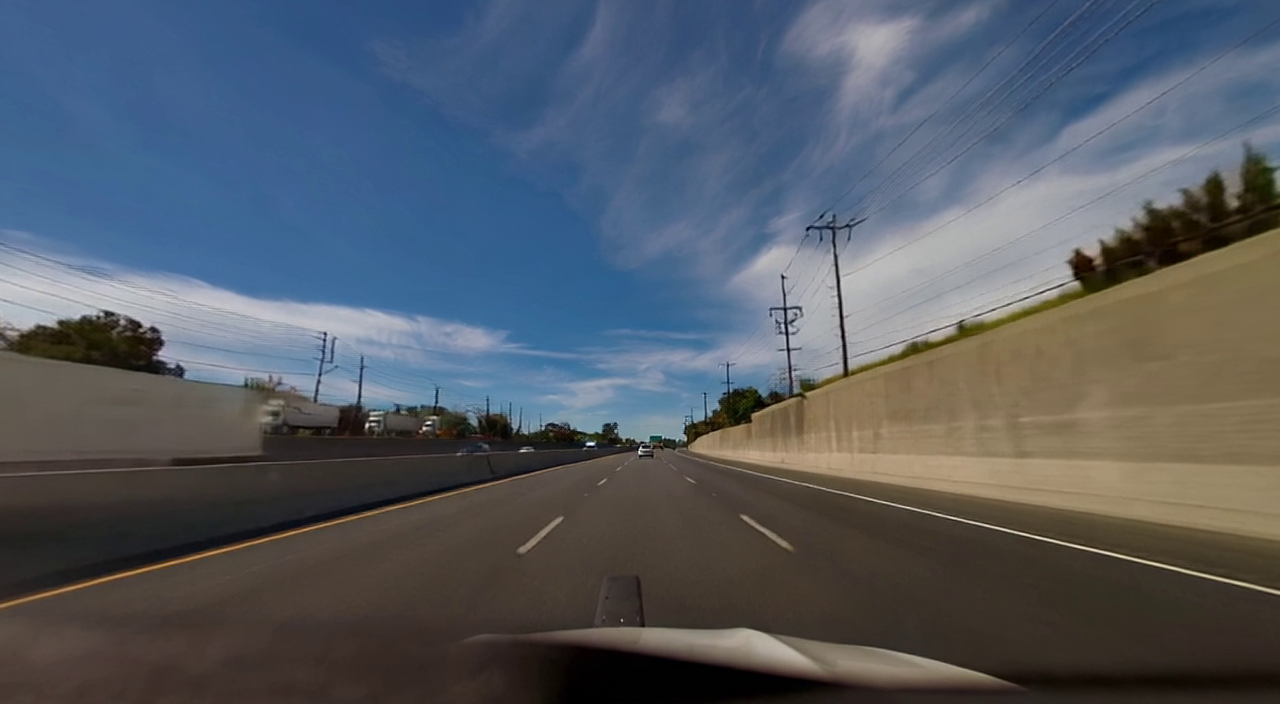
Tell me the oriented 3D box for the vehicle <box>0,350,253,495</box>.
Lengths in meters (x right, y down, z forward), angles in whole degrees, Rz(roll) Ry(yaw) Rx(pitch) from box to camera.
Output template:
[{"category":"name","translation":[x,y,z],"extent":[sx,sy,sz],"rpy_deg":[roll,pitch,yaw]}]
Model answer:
[{"category":"vehicle","translation":[-19.354,2.551,21.355],"extent":[2.923,3.998,15.120],"rpy_deg":[0,-9,0]}]
